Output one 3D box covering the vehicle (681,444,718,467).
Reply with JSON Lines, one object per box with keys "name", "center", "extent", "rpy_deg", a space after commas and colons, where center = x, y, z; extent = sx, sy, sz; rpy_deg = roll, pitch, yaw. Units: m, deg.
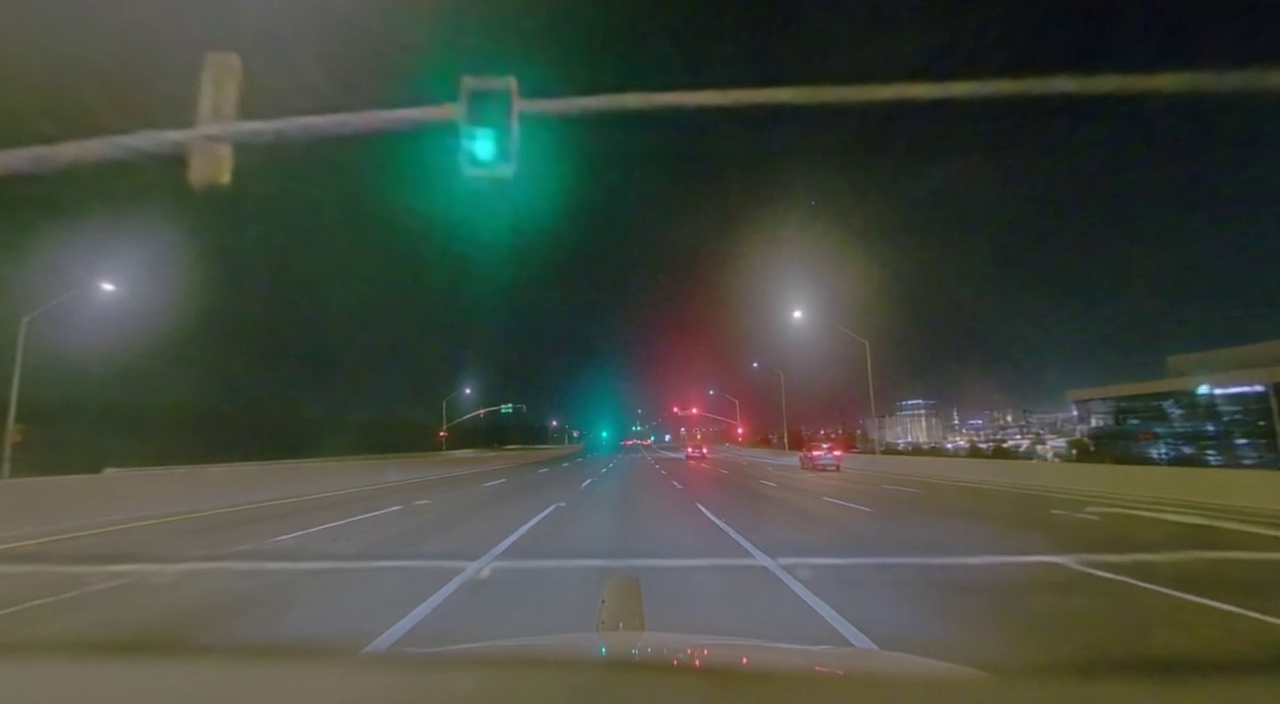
{"name": "vehicle", "center": [4.145, 7.305, 44.803], "extent": [2.187, 1.475, 4.529], "rpy_deg": [0, -8, -1]}
